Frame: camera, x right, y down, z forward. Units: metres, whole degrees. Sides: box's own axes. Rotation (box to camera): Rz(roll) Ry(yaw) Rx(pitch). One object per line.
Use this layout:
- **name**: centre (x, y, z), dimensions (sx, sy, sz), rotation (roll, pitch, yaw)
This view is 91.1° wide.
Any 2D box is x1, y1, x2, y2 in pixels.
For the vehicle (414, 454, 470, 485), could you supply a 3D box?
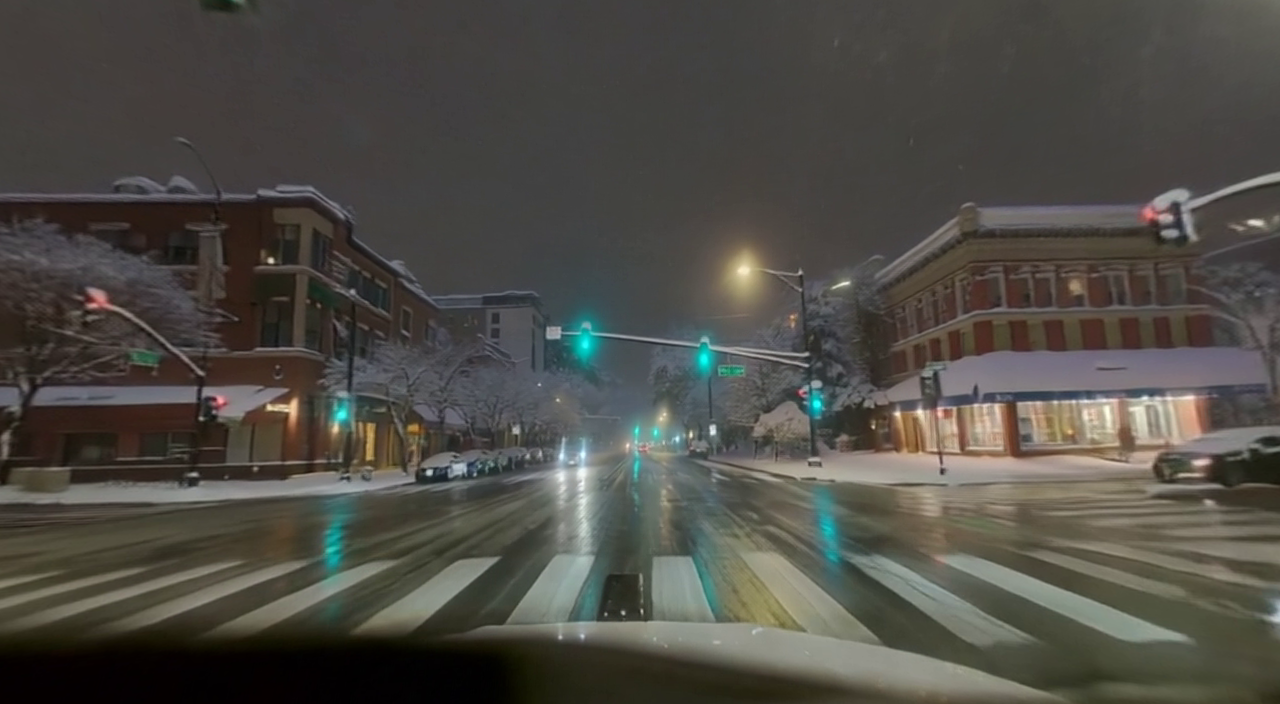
- **vehicle**: centre (-12.053, 7.169, 38.571), dimensions (1.910, 1.511, 4.565), rotation (-1, -7, 1)
